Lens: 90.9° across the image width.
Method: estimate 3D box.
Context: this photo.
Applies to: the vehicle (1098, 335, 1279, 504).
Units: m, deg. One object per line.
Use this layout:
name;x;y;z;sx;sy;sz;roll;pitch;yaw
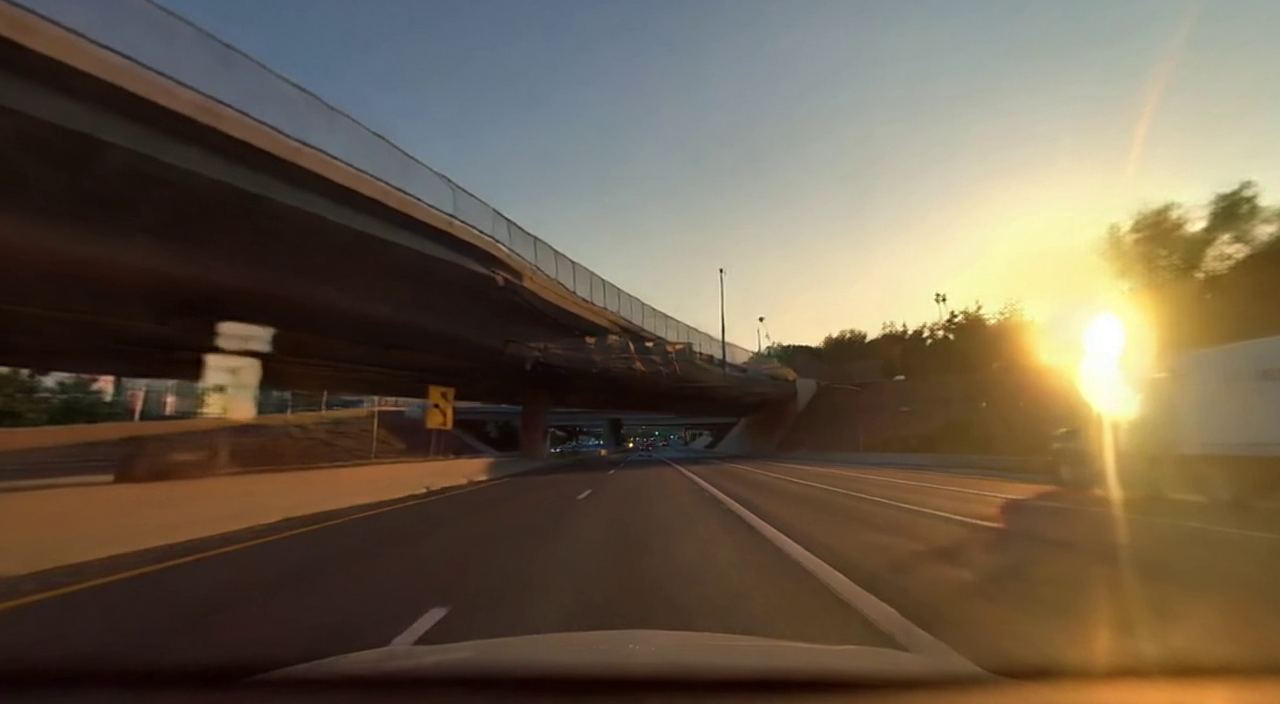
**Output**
vehicle;17.834;1.287;13.145;3.395;4.178;16.548;0;-8;-3
